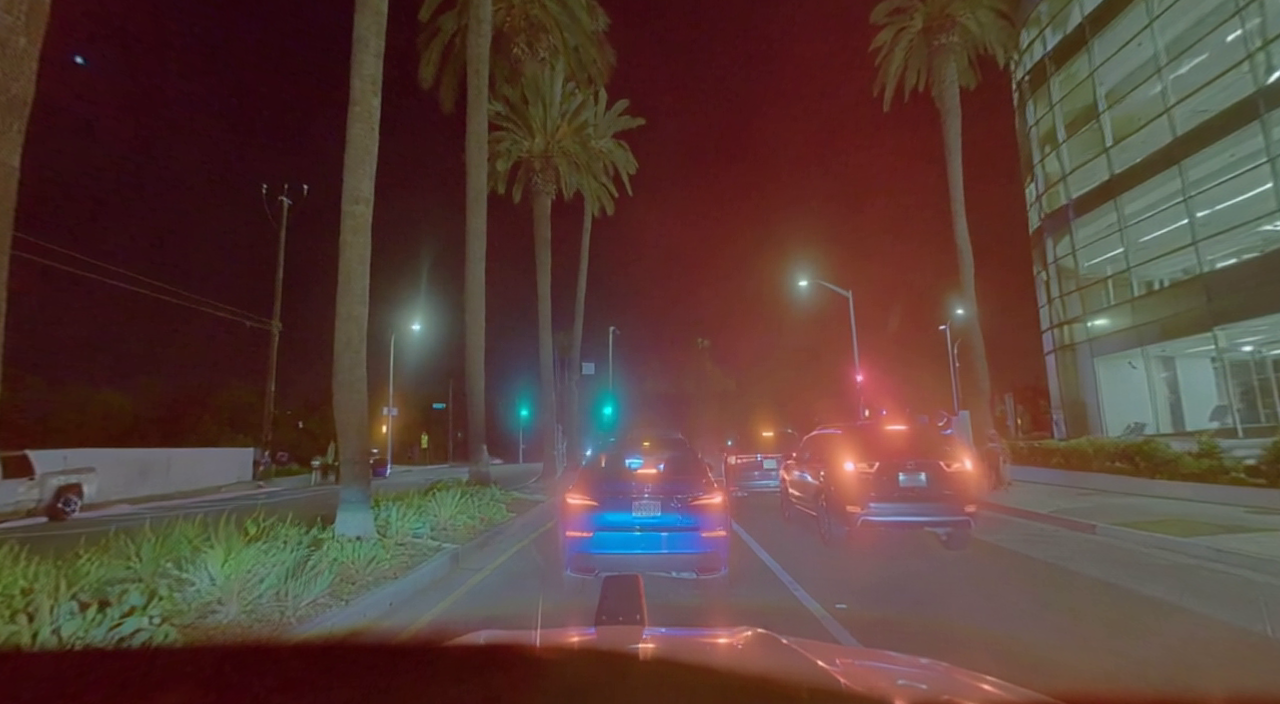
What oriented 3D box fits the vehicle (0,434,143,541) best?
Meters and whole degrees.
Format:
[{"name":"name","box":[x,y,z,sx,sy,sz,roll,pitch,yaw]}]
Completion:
[{"name":"vehicle","box":[-13.051,2.716,12.283,2.240,1.964,5.707,-6,-8,0]}]

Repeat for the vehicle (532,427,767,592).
[{"name":"vehicle","box":[0.133,1.711,7.701,2.088,1.452,3.993,-1,-8,1]}]

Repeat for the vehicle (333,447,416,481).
[{"name":"vehicle","box":[-13.163,5.566,31.719,1.965,1.507,4.725,-1,-8,2]}]

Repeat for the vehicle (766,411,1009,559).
[{"name":"vehicle","box":[3.361,1.894,9.693,2.003,1.733,4.319,0,-8,1]}]
